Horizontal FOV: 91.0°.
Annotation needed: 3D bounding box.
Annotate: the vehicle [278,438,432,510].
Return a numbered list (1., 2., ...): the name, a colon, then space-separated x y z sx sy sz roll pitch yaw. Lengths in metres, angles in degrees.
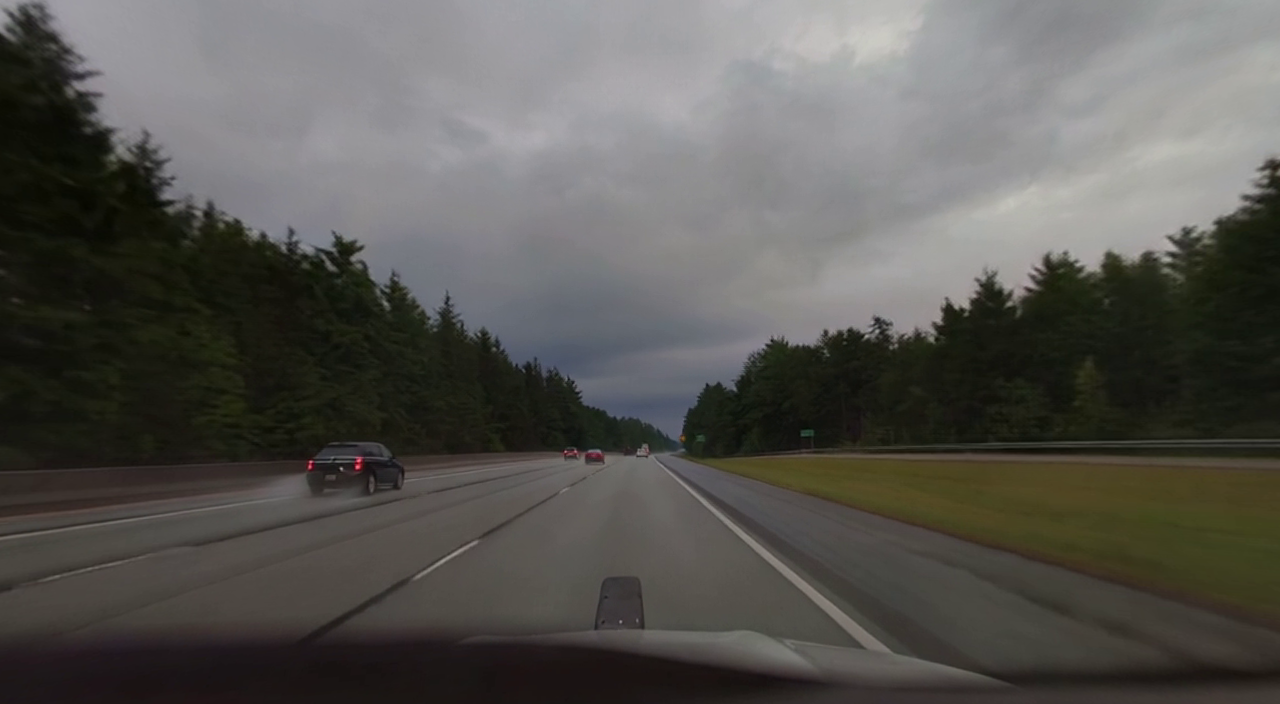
1. vehicle: -7.186 3.094 16.449 2.007 1.616 4.141 0 -9 1
